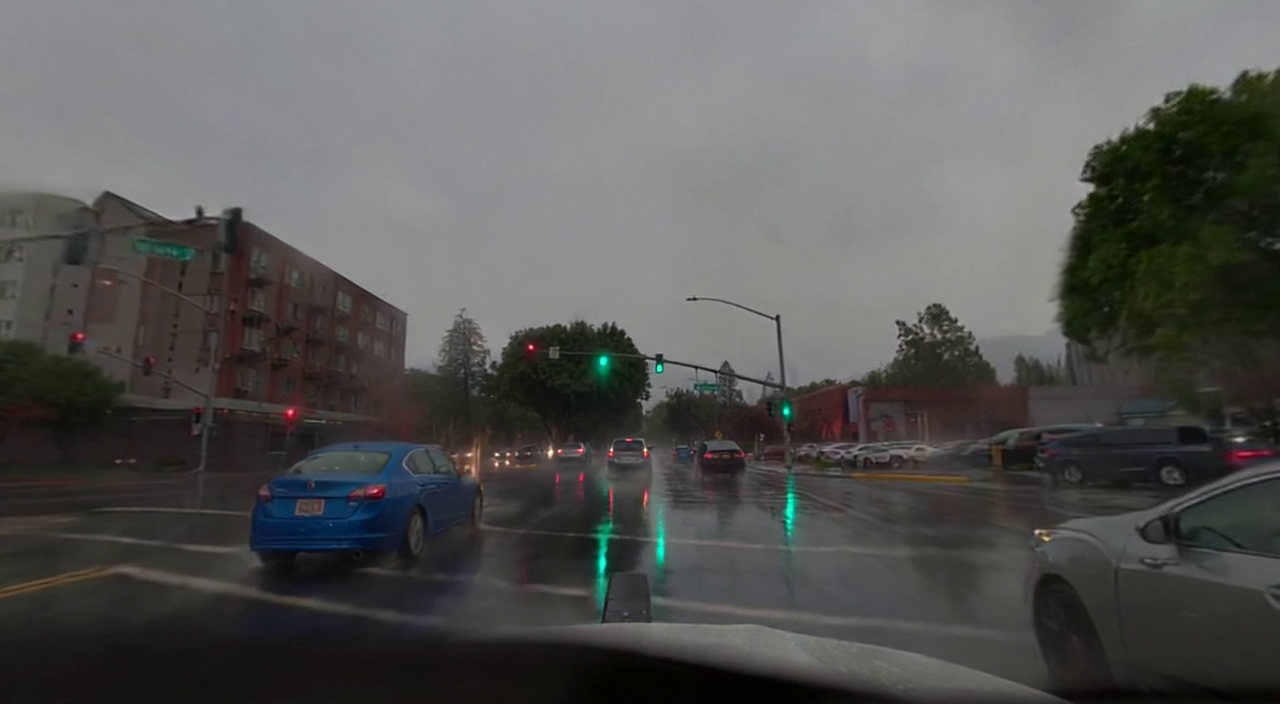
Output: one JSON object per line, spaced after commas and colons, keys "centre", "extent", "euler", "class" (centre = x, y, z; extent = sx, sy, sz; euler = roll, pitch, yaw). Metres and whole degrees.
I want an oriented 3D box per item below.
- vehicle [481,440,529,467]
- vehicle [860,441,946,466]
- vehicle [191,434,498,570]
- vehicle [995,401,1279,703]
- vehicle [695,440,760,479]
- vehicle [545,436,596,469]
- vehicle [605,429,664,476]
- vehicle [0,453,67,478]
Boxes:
{"centre": [-8.749, 6.601, 41.285], "extent": [2.059, 1.559, 4.709], "euler": [-4, -8, 1], "class": "vehicle"}
{"centre": [16.172, 6.279, 38.951], "extent": [4.407, 1.492, 1.930], "euler": [0, -8, 2], "class": "vehicle"}
{"centre": [-3.482, 1.826, 8.467], "extent": [2.115, 1.369, 3.908], "euler": [0, -8, 2], "class": "vehicle"}
{"centre": [3.179, 0.829, 1.562], "extent": [2.052, 1.475, 4.540], "euler": [0, -8, 2], "class": "vehicle"}
{"centre": [3.493, 4.379, 26.009], "extent": [2.058, 1.472, 4.317], "euler": [0, -8, 0], "class": "vehicle"}
{"centre": [-3.576, 5.252, 33.140], "extent": [2.130, 1.645, 3.995], "euler": [0, -8, 1], "class": "vehicle"}
{"centre": [-0.215, 4.394, 27.813], "extent": [2.361, 1.898, 4.465], "euler": [0, -8, 0], "class": "vehicle"}
{"centre": [-39.832, 7.228, 40.124], "extent": [4.458, 1.494, 1.849], "euler": [2, -9, -14], "class": "vehicle"}
